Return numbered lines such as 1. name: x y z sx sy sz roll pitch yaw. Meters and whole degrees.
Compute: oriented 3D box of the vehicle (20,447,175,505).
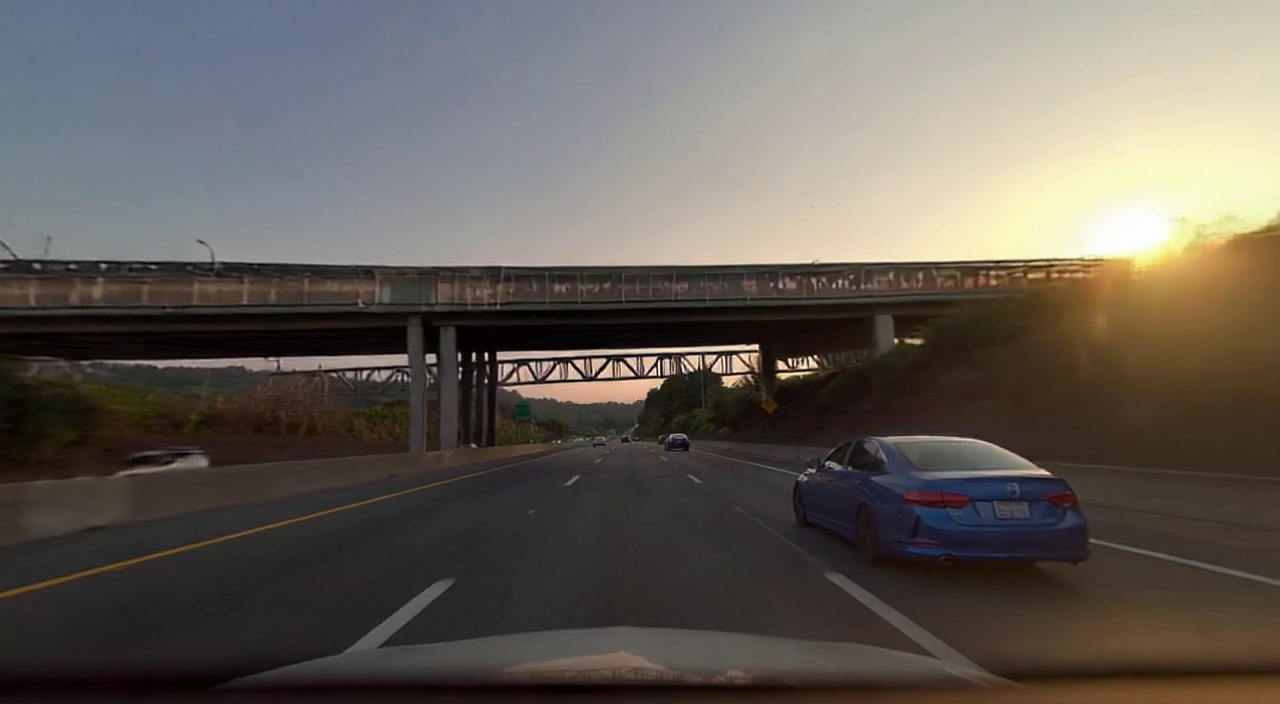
1. vehicle: -20.133 4.573 23.719 1.933 1.867 4.408 0 -8 -1
